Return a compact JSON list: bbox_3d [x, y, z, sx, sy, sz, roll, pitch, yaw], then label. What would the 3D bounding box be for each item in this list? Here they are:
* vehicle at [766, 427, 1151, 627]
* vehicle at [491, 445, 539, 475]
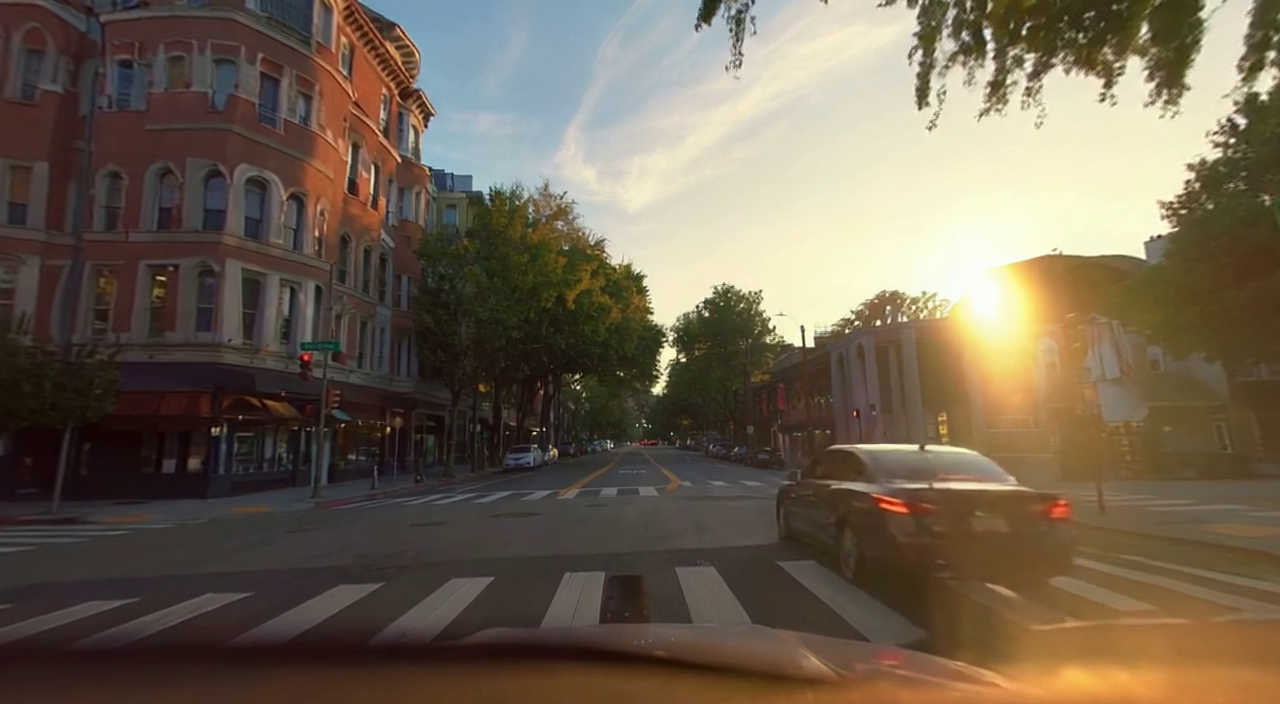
[{"bbox_3d":[2.793,1.611,6.809,2.014,1.474,4.090,0,-8,0],"label":"vehicle"},{"bbox_3d":[-7.231,6.244,36.833,2.127,1.533,4.547,-1,-8,-3],"label":"vehicle"}]
